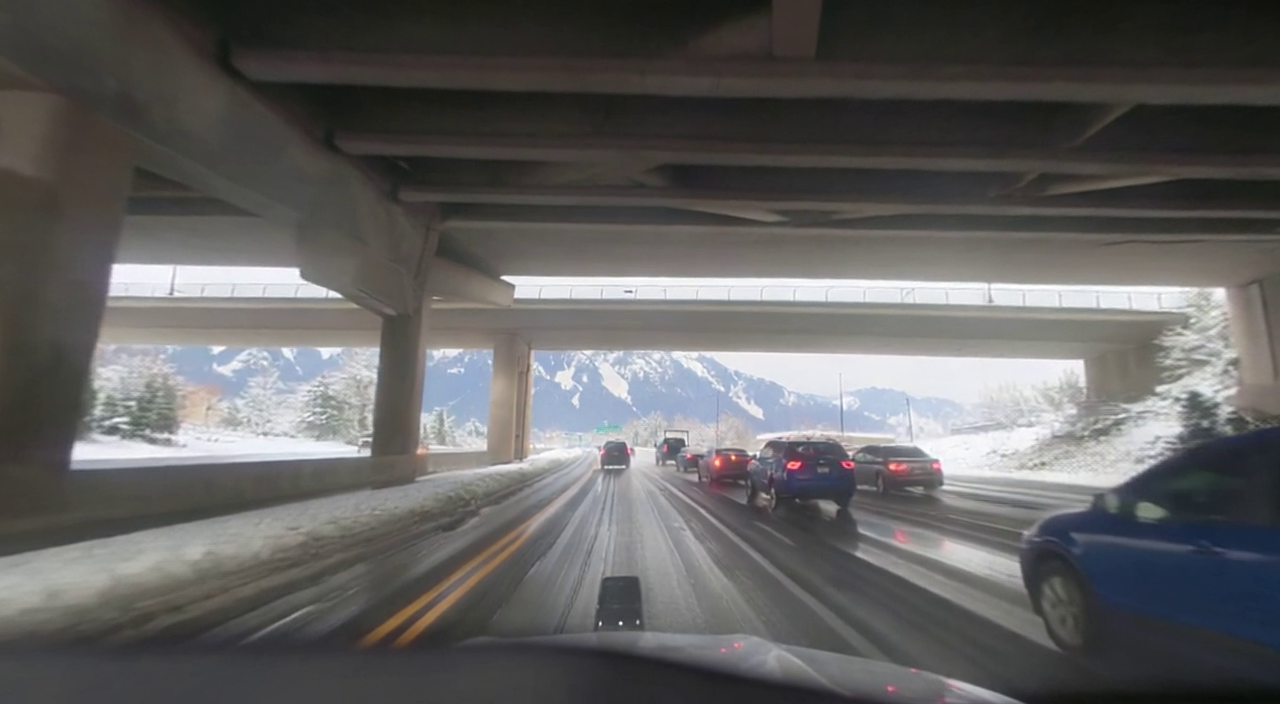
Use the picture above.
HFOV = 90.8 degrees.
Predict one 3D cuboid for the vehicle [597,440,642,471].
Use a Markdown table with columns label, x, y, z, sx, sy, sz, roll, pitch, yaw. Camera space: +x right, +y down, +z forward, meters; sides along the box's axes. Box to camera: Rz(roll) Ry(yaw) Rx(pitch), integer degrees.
| label | x | y | z | sx | sy | sz | roll | pitch | yaw |
| --- | --- | --- | --- | --- | --- | --- | --- | --- | --- |
| vehicle | -1.123 | 5.524 | 33.856 | 2.266 | 1.549 | 3.978 | 0 | -8 | -2 |

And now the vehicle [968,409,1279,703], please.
| label | x | y | z | sx | sy | sz | roll | pitch | yaw |
| --- | --- | --- | --- | --- | --- | --- | --- | --- | --- |
| vehicle | 3.751 | 1.015 | 2.927 | 1.944 | 1.466 | 4.540 | 0 | -8 | -1 |

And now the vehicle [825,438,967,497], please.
| label | x | y | z | sx | sy | sz | roll | pitch | yaw |
| --- | --- | --- | --- | --- | --- | --- | --- | --- | --- |
| vehicle | 7.533 | 3.438 | 19.296 | 2.025 | 1.525 | 5.211 | 0 | -8 | -2 |

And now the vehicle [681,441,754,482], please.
| label | x | y | z | sx | sy | sz | roll | pitch | yaw |
| --- | --- | --- | --- | --- | --- | --- | --- | --- | --- |
| vehicle | 2.976 | 4.335 | 25.351 | 2.074 | 1.455 | 4.646 | 0 | -8 | -3 |

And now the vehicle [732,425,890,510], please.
| label | x | y | z | sx | sy | sz | roll | pitch | yaw |
| --- | --- | --- | --- | --- | --- | --- | --- | --- | --- |
| vehicle | 3.907 | 2.754 | 15.623 | 2.276 | 1.739 | 5.040 | 0 | -8 | -3 |
